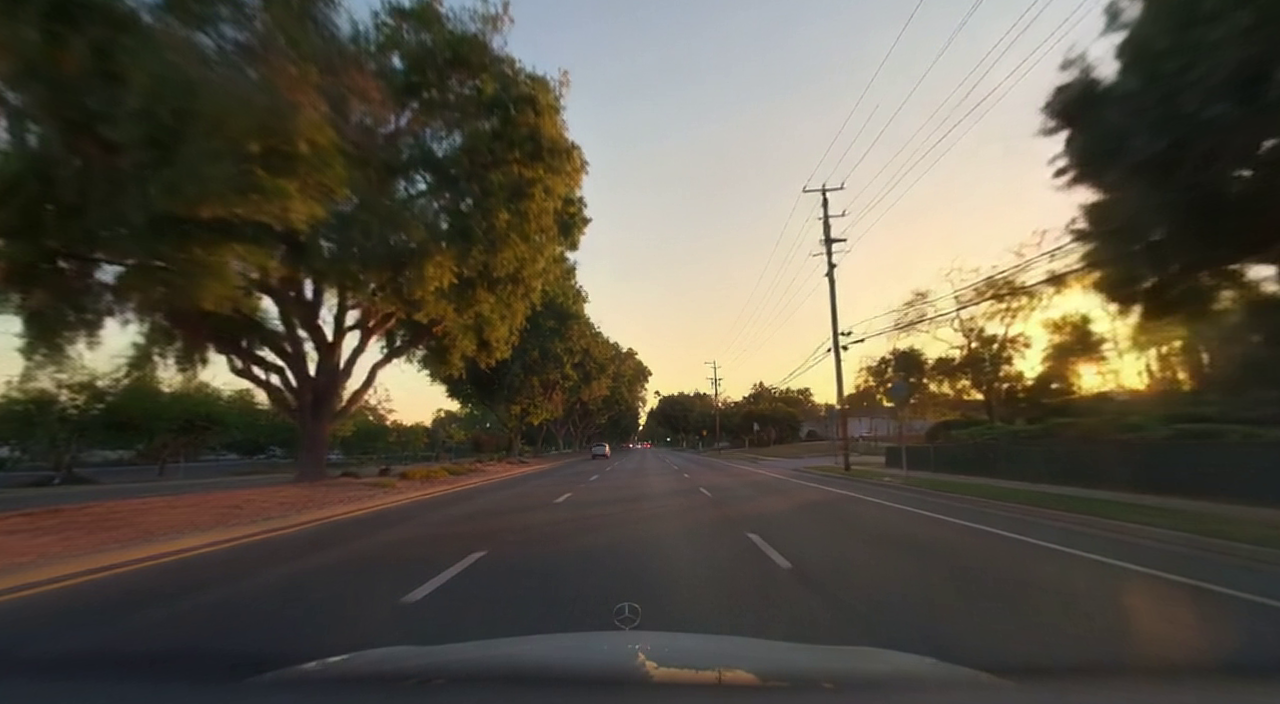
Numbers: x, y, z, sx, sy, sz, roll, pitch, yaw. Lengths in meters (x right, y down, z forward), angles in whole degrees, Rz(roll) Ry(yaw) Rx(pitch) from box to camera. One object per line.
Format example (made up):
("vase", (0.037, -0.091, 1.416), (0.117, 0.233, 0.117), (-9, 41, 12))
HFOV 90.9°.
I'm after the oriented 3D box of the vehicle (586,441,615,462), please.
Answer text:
("vehicle", (-3.008, 7.698, 48.697), (2.007, 1.514, 4.049), (0, -9, 1))
